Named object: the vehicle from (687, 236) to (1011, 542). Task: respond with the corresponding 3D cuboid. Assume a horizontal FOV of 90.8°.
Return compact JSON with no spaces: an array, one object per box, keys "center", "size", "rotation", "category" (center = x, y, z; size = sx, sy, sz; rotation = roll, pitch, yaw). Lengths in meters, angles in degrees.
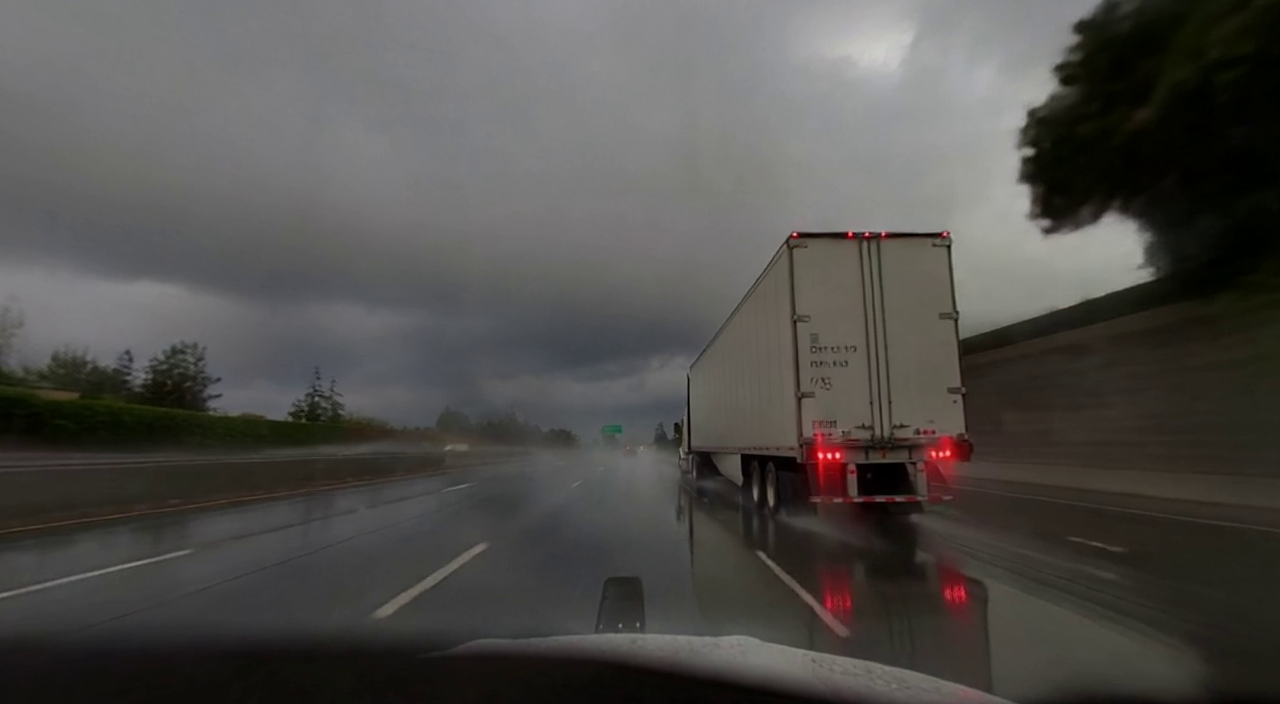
[{"center":[3.372,1.681,16.692],"size":[2.743,4.160,16.408],"rotation":[0,-9,-1],"category":"vehicle"}]
